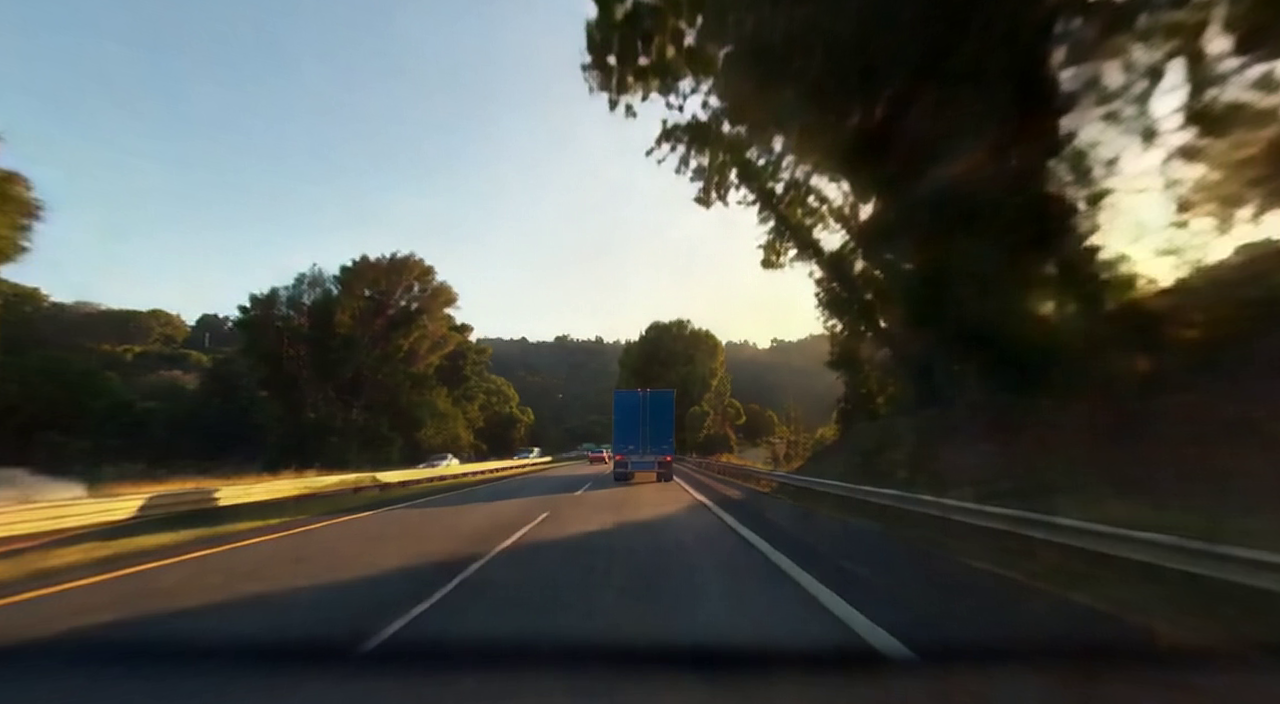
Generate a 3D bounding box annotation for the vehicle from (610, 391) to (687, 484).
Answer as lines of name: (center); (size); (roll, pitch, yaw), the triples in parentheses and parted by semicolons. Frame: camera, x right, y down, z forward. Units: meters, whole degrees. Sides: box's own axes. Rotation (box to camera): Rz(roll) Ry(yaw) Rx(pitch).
vehicle: (0.199, 3.924, 28.339); (2.913, 3.530, 8.648); (0, -9, -2)
